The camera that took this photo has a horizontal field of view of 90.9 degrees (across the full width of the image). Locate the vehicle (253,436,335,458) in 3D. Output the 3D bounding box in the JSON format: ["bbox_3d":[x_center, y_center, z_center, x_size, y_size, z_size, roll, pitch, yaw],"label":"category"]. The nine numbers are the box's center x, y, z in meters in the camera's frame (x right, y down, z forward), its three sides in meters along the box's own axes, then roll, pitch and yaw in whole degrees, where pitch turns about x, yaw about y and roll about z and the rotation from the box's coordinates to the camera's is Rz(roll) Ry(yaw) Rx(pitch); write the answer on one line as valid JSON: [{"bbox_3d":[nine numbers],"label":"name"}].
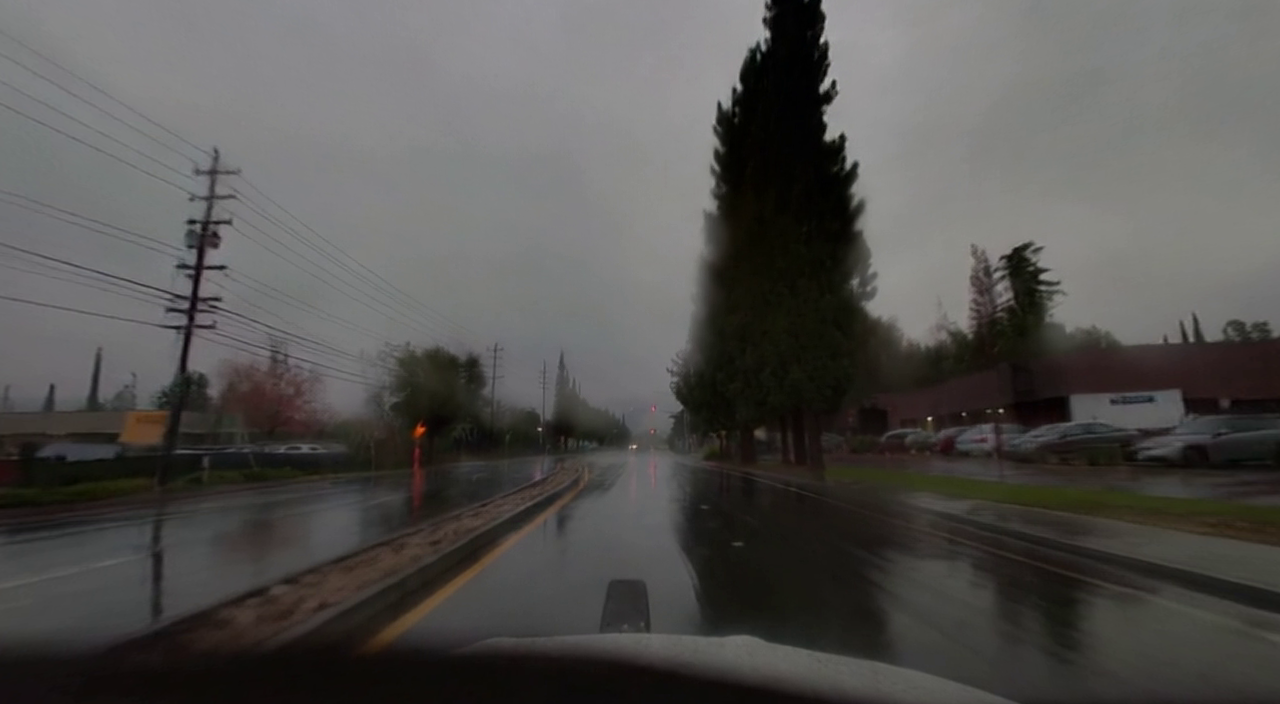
[{"bbox_3d":[-22.804,6.244,41.632,4.265,1.393,2.071,0,-8,4],"label":"vehicle"}]
